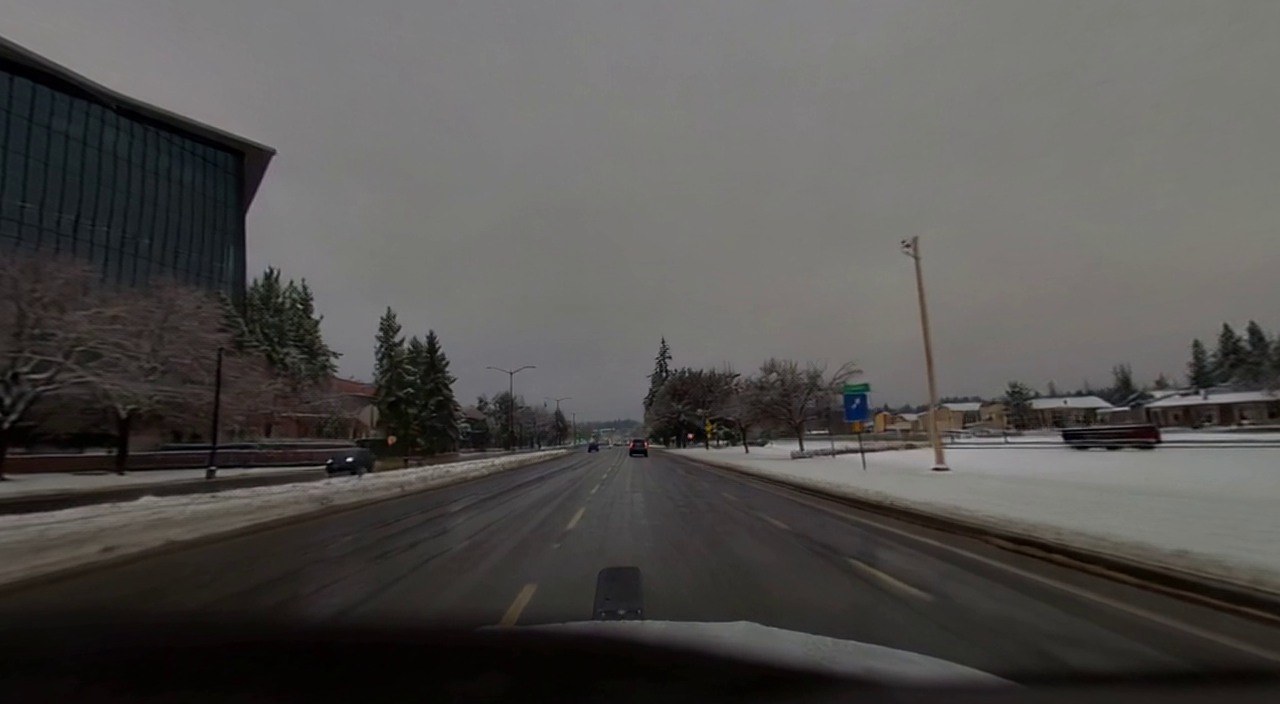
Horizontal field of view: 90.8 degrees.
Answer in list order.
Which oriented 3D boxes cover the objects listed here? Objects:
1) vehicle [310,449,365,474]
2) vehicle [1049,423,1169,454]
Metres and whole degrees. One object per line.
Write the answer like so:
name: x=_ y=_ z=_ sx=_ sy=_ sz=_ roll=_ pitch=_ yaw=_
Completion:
vehicle: x=-21.127 y=7.640 z=44.315 sx=1.835 sy=1.606 sz=4.289 roll=0 pitch=-8 yaw=-1
vehicle: x=24.394 y=4.535 z=32.985 sx=4.758 sy=1.522 sz=1.930 roll=0 pitch=-8 yaw=-3
